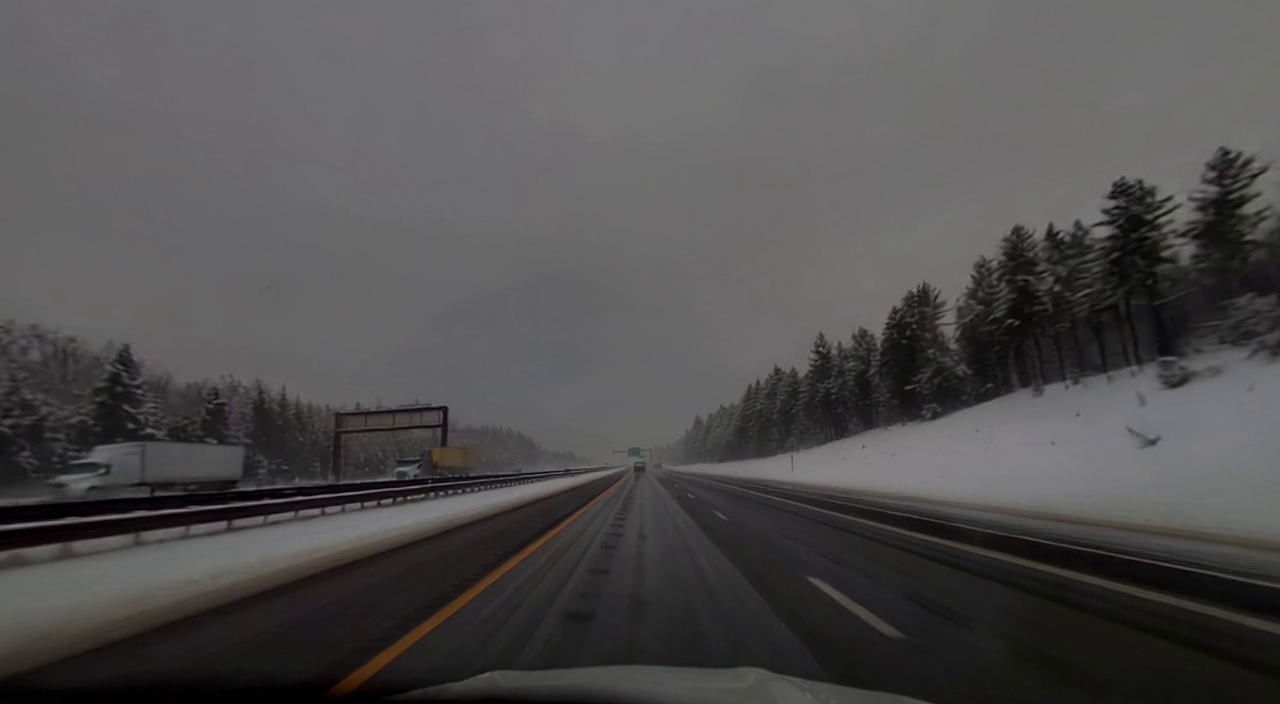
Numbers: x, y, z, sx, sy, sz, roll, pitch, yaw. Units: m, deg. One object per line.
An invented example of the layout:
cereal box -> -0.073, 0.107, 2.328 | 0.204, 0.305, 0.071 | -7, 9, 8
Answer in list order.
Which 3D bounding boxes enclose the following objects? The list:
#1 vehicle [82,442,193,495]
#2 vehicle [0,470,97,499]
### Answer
vehicle -> -37.221, 8.700, 46.857 | 2.934, 3.595, 6.031 | 1, -10, 0
vehicle -> -41.053, 9.143, 43.598 | 2.129, 1.831, 5.042 | 1, -10, 0
